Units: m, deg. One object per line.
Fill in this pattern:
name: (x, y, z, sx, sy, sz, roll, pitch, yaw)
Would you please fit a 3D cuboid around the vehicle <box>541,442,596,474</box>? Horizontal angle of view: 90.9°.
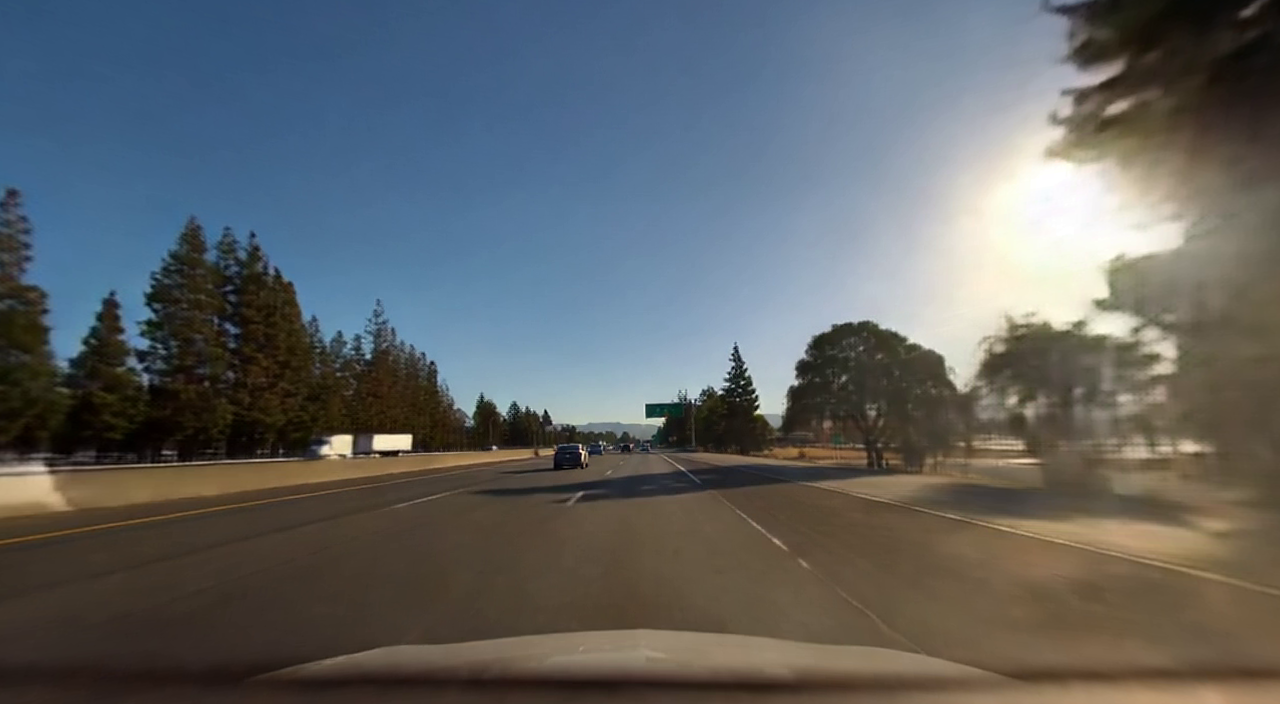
vehicle: (-3.430, 5.177, 31.079, 2.128, 1.450, 4.078, 0, -8, 1)
